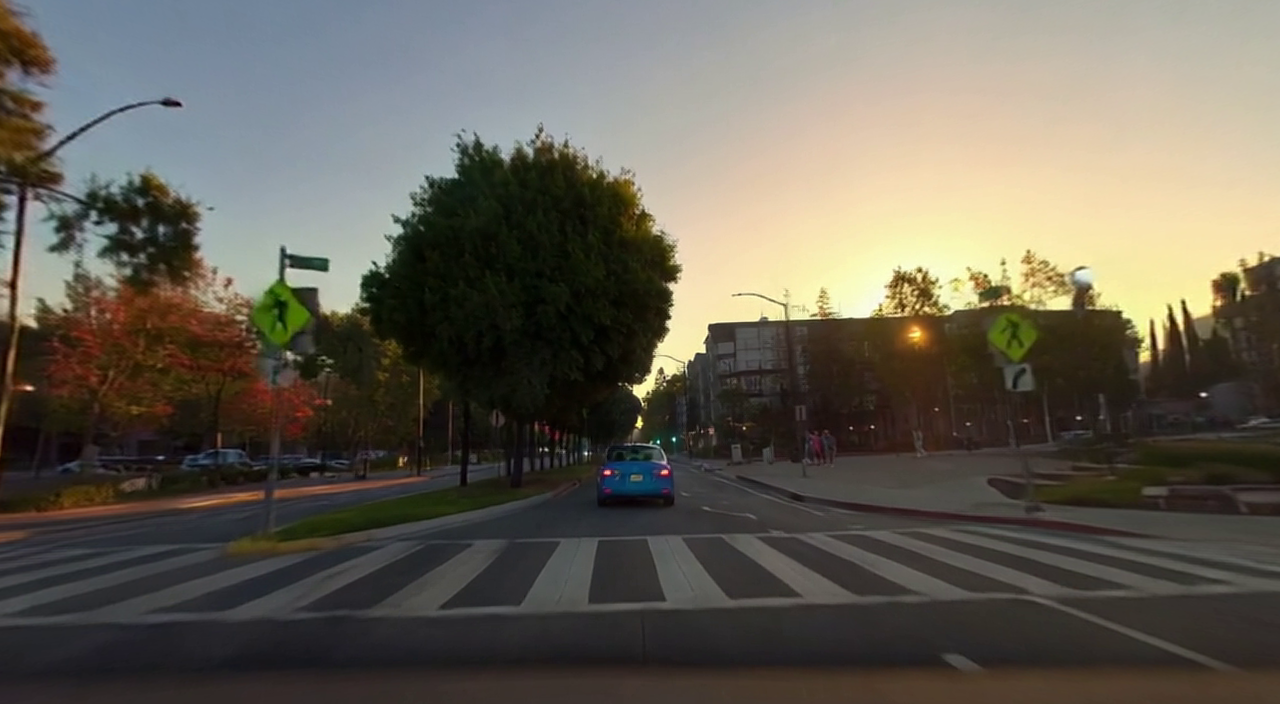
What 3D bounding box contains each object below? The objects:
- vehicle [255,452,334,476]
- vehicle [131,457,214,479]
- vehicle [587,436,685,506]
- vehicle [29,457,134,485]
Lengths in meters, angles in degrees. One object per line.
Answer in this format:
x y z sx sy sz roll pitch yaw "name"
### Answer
-23.016 7.456 42.162 4.038 1.531 2.015 1 -9 -3 "vehicle"
-35.432 8.818 47.968 4.500 1.542 2.155 0 -8 0 "vehicle"
-0.150 3.033 16.604 2.221 1.570 4.398 0 -8 -2 "vehicle"
-35.588 7.567 40.363 4.466 1.619 2.319 -1 -8 -1 "vehicle"
